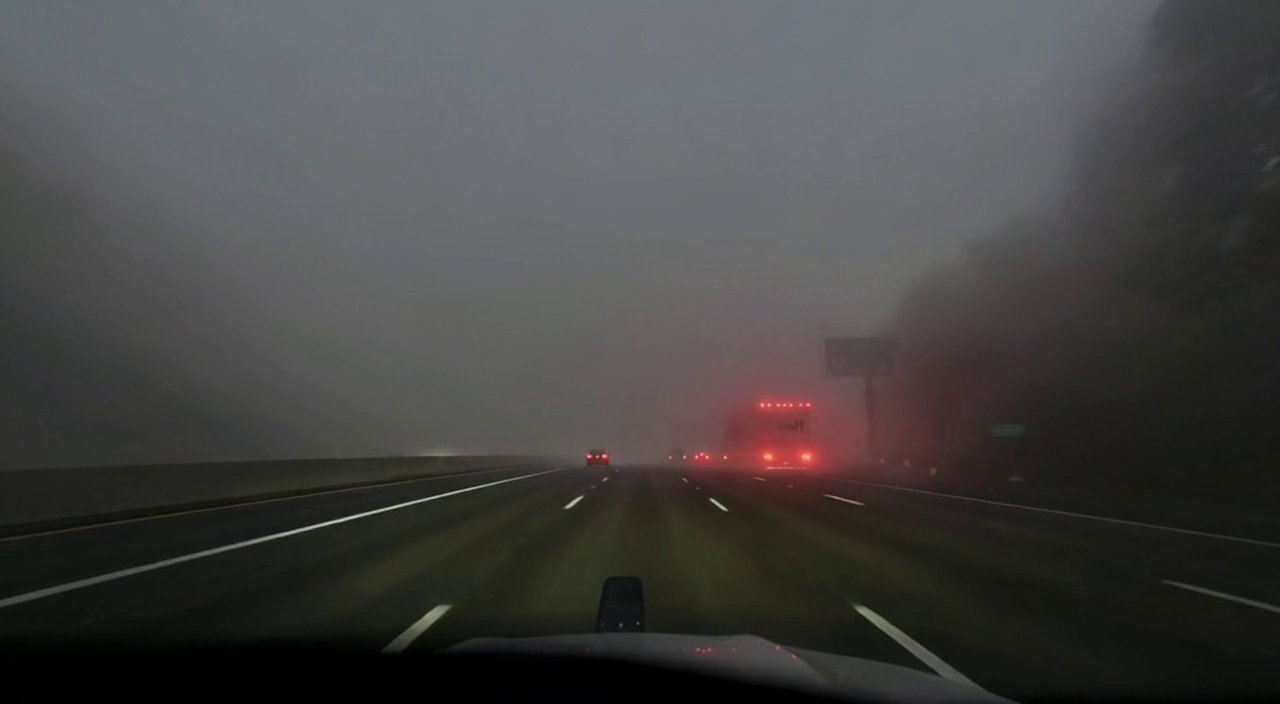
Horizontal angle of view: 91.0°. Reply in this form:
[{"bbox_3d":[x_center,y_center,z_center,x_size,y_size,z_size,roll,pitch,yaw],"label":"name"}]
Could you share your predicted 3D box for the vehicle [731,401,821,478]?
[{"bbox_3d":[8.467,5.899,41.790,2.912,4.143,15.538,0,-9,1],"label":"vehicle"}]
